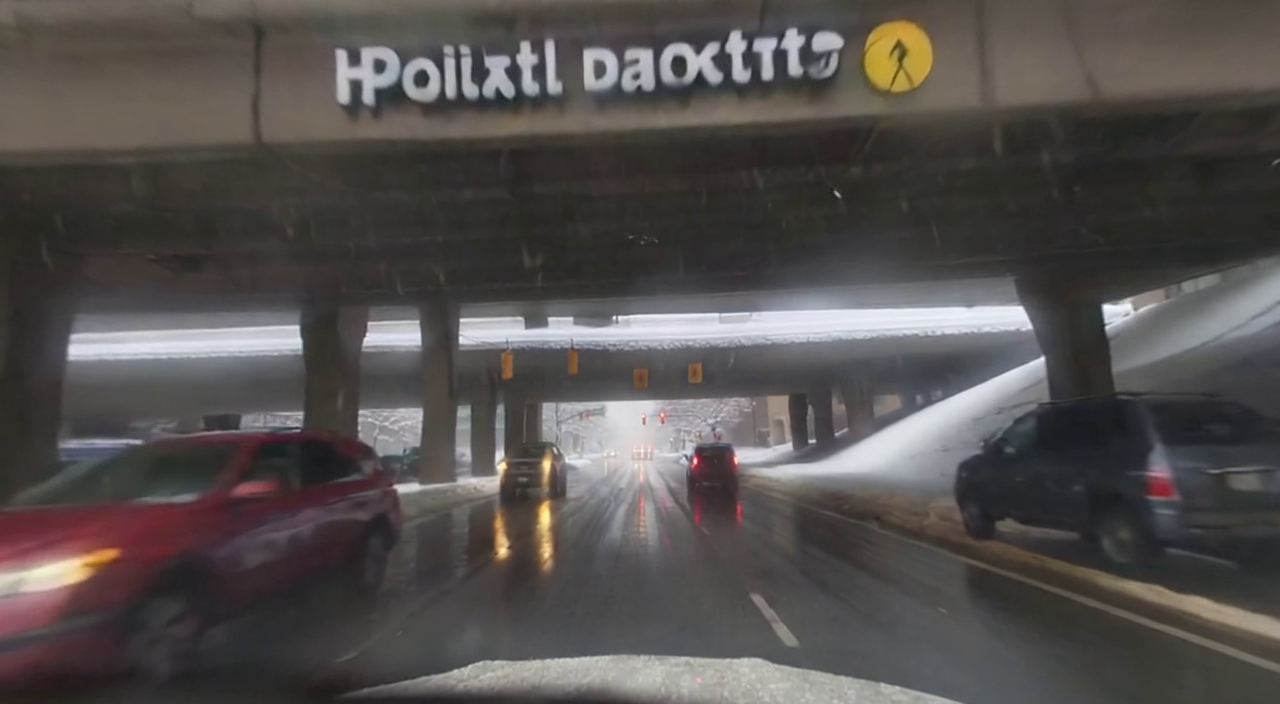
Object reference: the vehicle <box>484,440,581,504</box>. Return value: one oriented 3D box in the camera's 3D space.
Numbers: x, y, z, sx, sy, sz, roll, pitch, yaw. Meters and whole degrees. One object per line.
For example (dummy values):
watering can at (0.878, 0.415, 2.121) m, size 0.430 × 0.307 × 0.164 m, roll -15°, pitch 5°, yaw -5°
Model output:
vehicle at (-3.020, 3.468, 18.678) m, size 2.076 × 1.653 × 4.152 m, roll -1°, pitch -8°, yaw 1°

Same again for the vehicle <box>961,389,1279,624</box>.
vehicle at (6.277, 1.669, 7.805) m, size 2.284 × 2.048 × 4.379 m, roll -1°, pitch -8°, yaw 1°

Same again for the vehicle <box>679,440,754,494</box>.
vehicle at (2.399, 3.727, 20.823) m, size 1.947 × 1.576 × 3.825 m, roll 0°, pitch -8°, yaw 0°

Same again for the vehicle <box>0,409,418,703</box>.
vehicle at (-3.514, 1.359, 4.842) m, size 2.137 × 1.586 × 4.201 m, roll 0°, pitch -8°, yaw -1°
